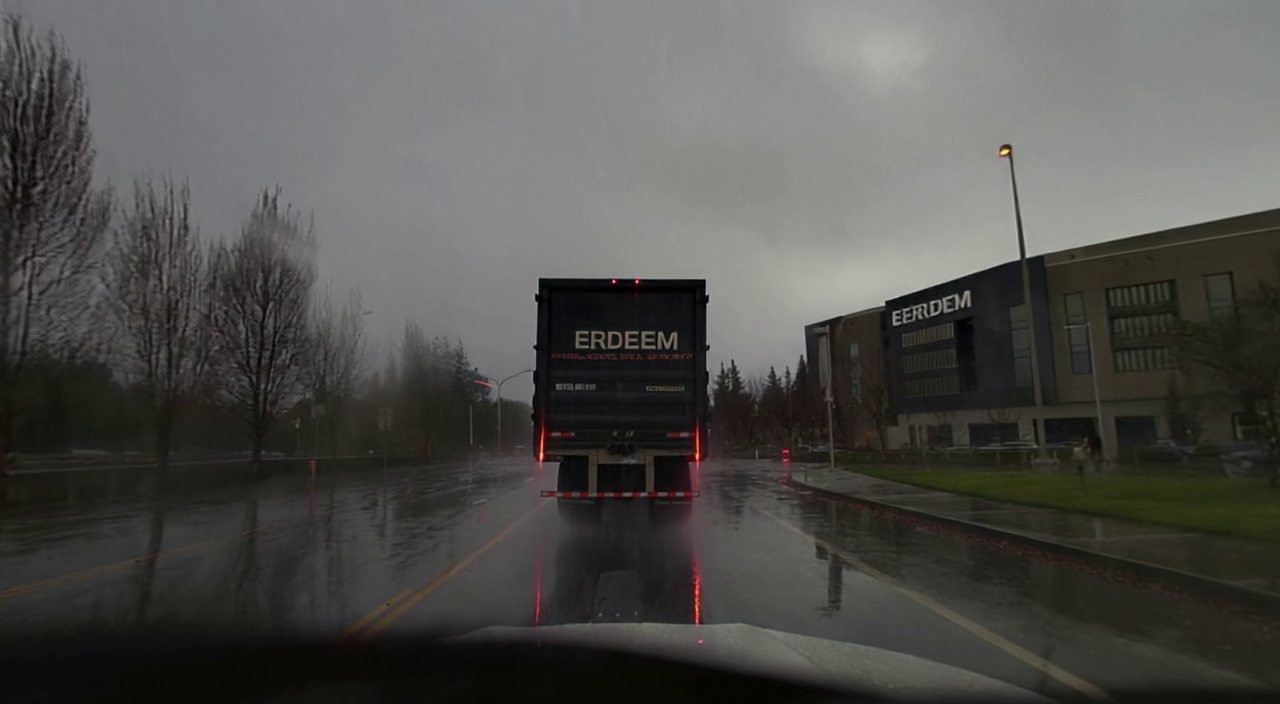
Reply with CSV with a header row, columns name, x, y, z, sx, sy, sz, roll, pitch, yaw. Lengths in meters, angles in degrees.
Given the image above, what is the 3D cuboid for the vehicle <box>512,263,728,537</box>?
name,x,y,z,sx,sy,sz,roll,pitch,yaw
vehicle,-0.196,1.228,13.240,2.876,3.724,9.351,-1,-8,1

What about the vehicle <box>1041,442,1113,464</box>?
name,x,y,z,sx,sy,sz,roll,pitch,yaw
vehicle,31.364,7.220,45.162,1.652,1.423,3.797,5,-9,-35
